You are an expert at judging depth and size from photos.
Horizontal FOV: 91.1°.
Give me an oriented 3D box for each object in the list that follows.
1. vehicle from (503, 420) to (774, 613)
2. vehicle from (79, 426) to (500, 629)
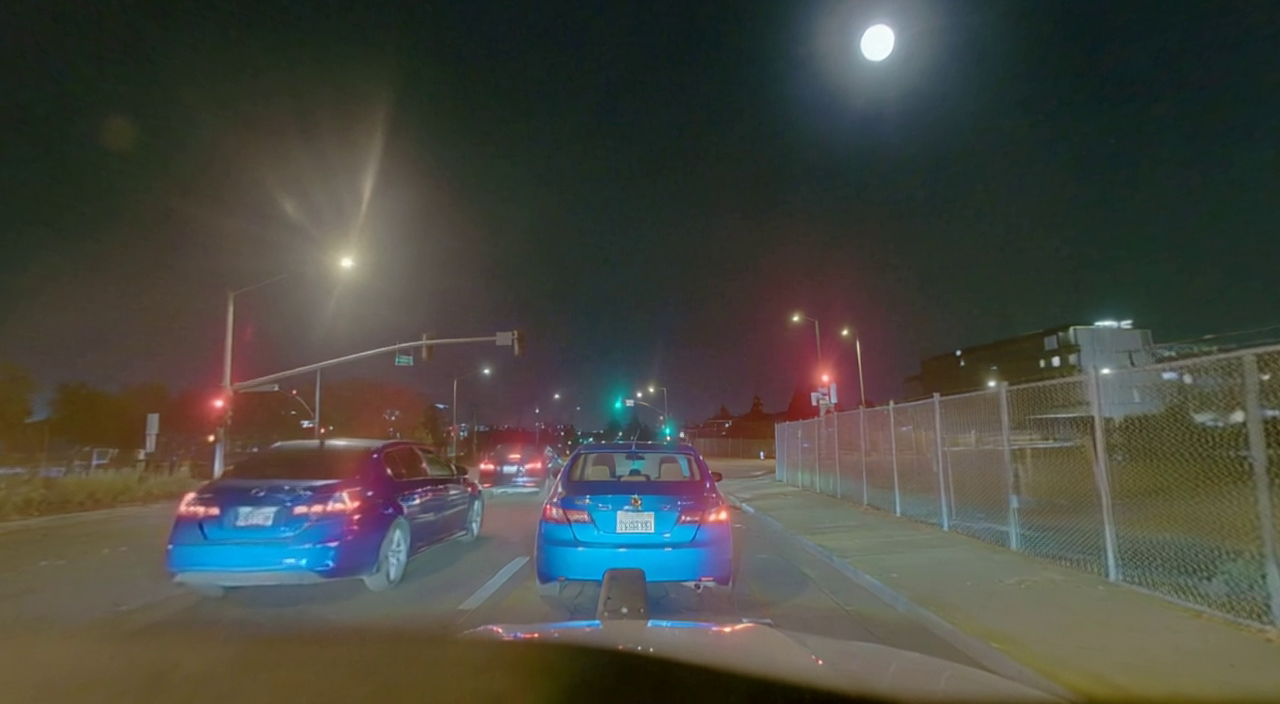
[{"bbox_3d":[-0.018,1.616,7.081,2.144,1.514,4.063,0,-9,0],"label":"vehicle"},{"bbox_3d":[-3.149,1.657,7.045,1.971,1.488,4.581,0,-9,2],"label":"vehicle"}]
